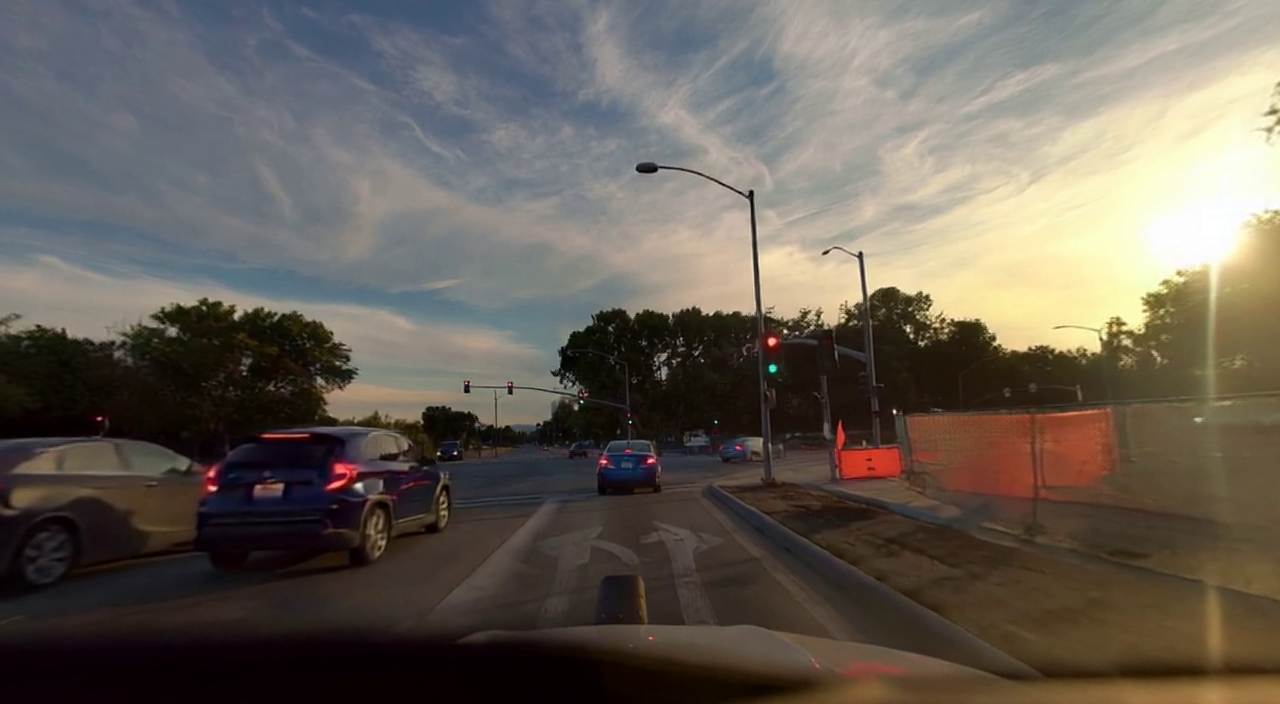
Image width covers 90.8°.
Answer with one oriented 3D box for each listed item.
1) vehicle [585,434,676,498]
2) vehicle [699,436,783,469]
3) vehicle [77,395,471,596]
[{"bbox_3d":[-0.140,3.071,17.386,2.183,1.506,4.286,-1,-9,2],"label":"vehicle"},{"bbox_3d":[5.020,4.902,30.983,1.873,1.477,4.467,-8,-12,43],"label":"vehicle"},{"bbox_3d":[-4.059,1.702,8.429,2.240,1.844,5.043,0,-9,0],"label":"vehicle"}]
